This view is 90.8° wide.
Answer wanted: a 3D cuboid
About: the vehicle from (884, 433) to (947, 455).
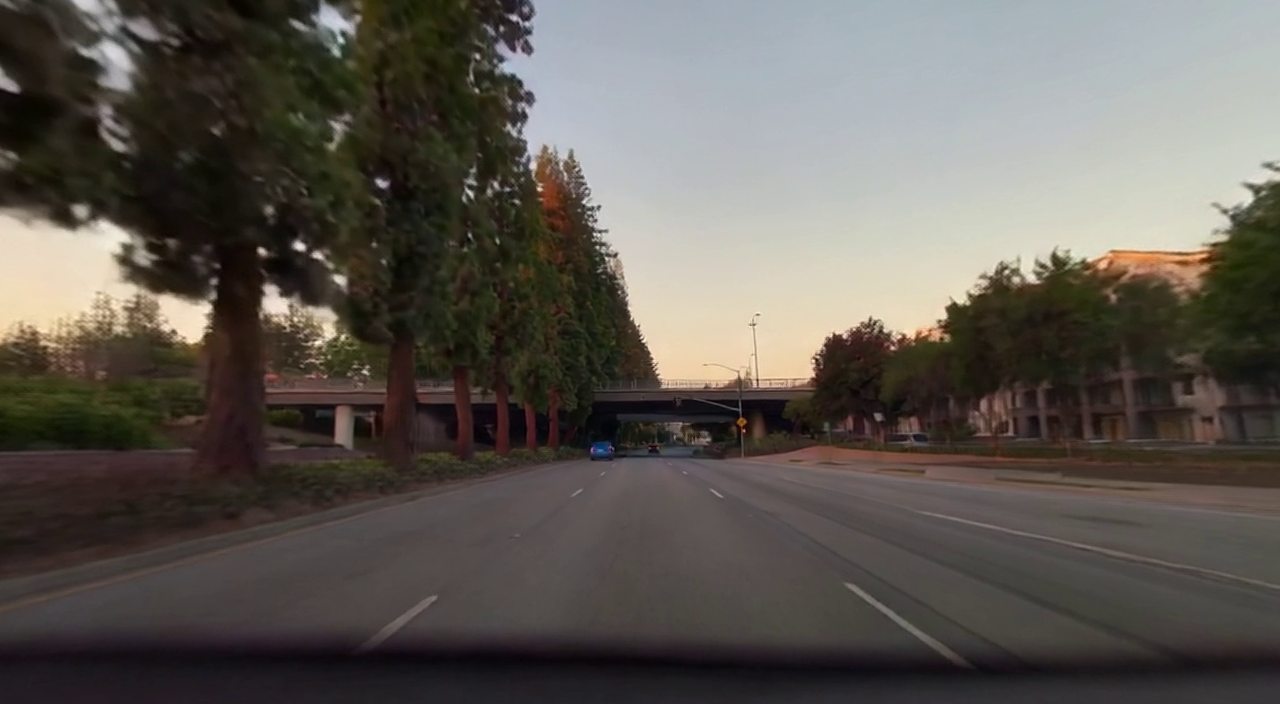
[{"bbox_3d":[19.790,6.603,45.416,3.688,1.489,1.667,1,-9,-4],"label":"vehicle"}]
